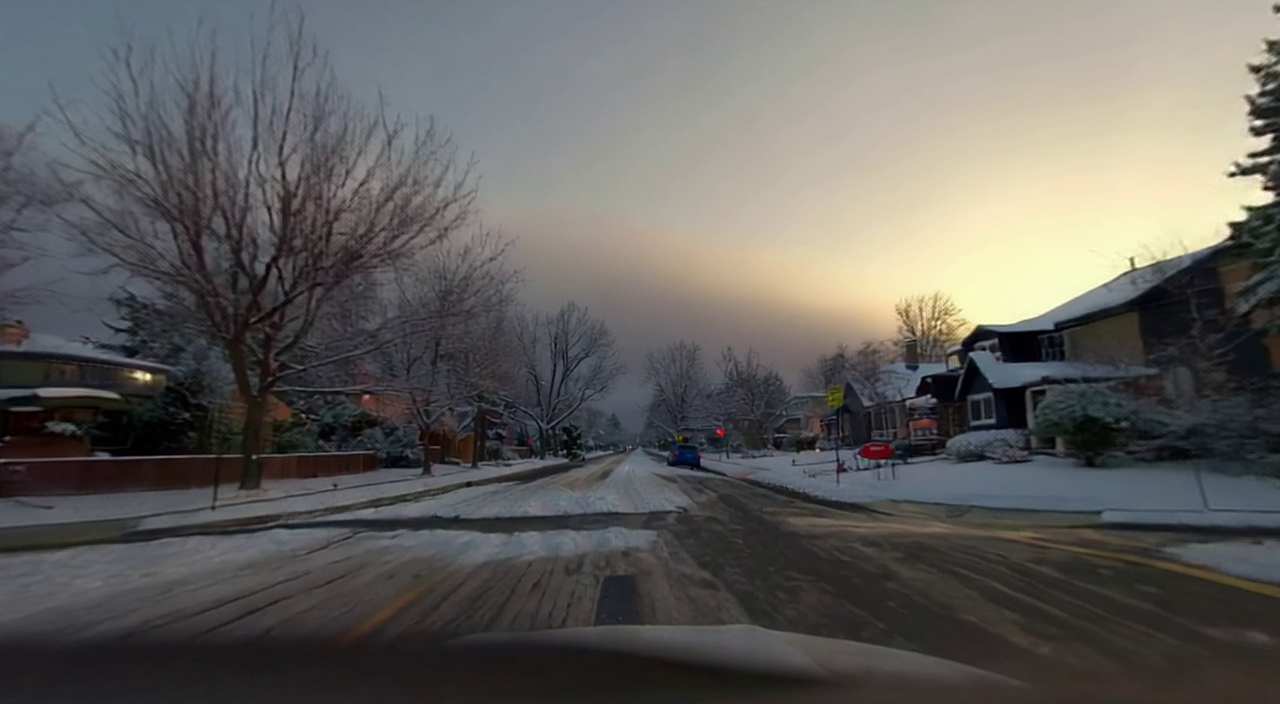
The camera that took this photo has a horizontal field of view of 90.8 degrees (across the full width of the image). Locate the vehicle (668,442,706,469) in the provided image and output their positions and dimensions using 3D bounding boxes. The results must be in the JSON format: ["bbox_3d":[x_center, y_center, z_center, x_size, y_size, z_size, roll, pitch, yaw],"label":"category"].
[{"bbox_3d":[3.012,6.727,41.081,2.114,1.633,4.042,0,-9,0],"label":"vehicle"}]
